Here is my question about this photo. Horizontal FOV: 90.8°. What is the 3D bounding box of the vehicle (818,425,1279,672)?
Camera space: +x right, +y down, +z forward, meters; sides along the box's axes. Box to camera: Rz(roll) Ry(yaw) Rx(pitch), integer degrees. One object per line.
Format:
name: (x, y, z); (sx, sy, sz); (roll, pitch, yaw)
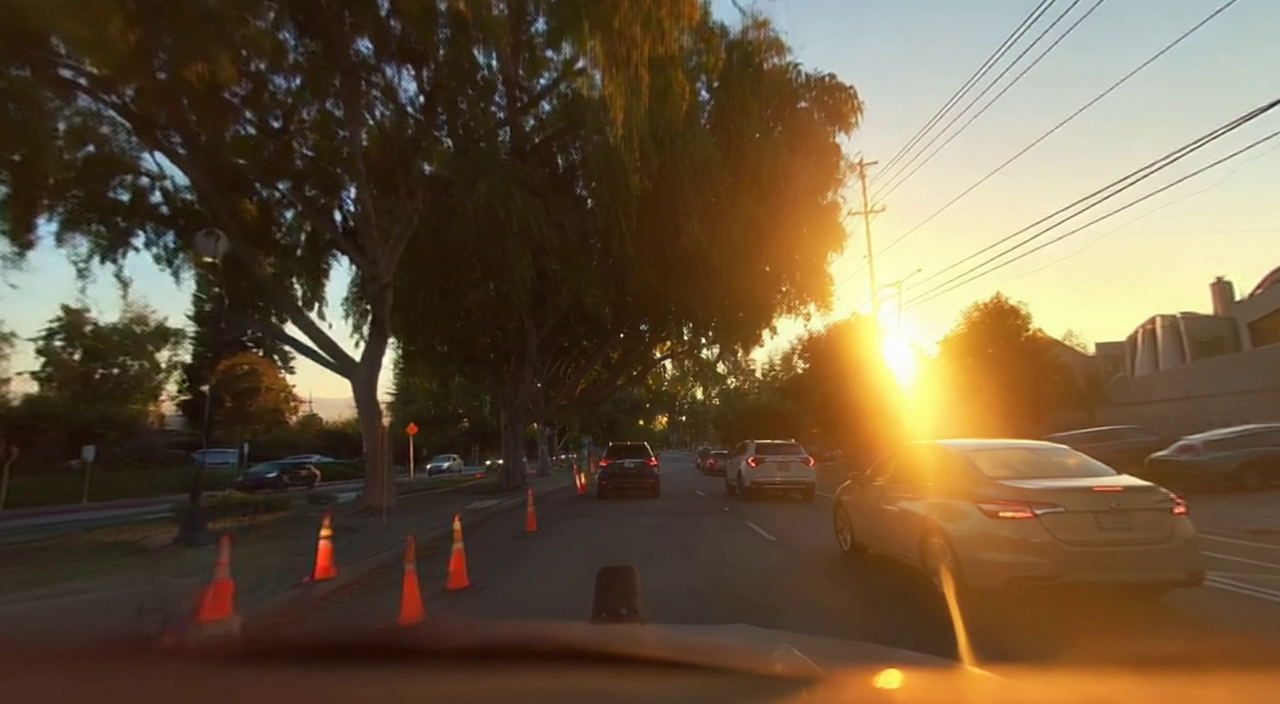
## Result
vehicle: (3.425, 1.514, 6.166); (1.977, 1.460, 4.565); (0, -8, -1)

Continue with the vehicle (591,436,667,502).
vehicle: (-0.313, 3.434, 19.022); (2.050, 1.745, 3.915); (-1, -8, 0)

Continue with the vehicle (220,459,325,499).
vehicle: (-16.226, 5.606, 28.244); (1.973, 1.457, 4.564); (-1, -8, 0)

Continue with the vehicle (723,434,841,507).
vehicle: (3.783, 3.240, 17.851); (2.116, 1.726, 4.672); (0, -8, -2)
